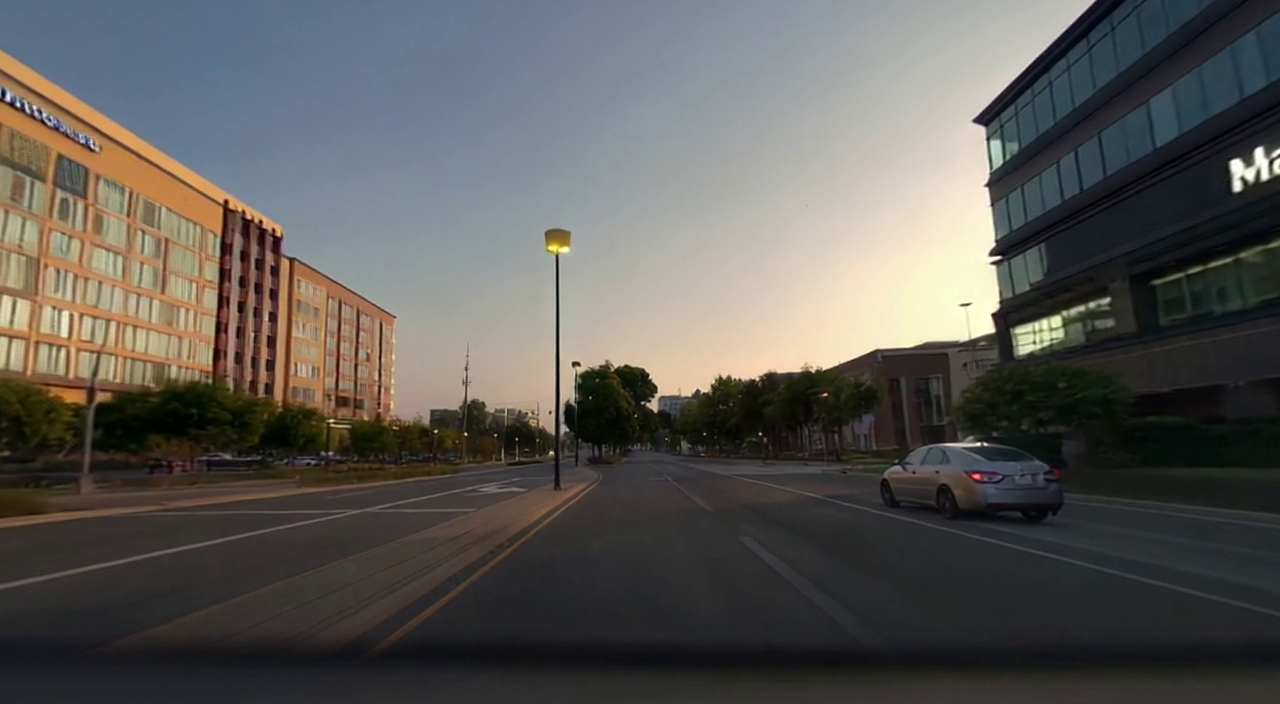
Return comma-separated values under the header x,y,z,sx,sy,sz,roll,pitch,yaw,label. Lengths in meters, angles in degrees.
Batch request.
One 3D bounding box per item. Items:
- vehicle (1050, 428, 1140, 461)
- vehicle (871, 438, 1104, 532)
x,y,z,sx,sy,sz,roll,pitch,yaw,label
28.918,5.846,40.370,2.149,1.871,4.506,-1,-6,-4,vehicle
6.616,2.563,12.839,1.913,1.504,4.738,0,-9,-2,vehicle
